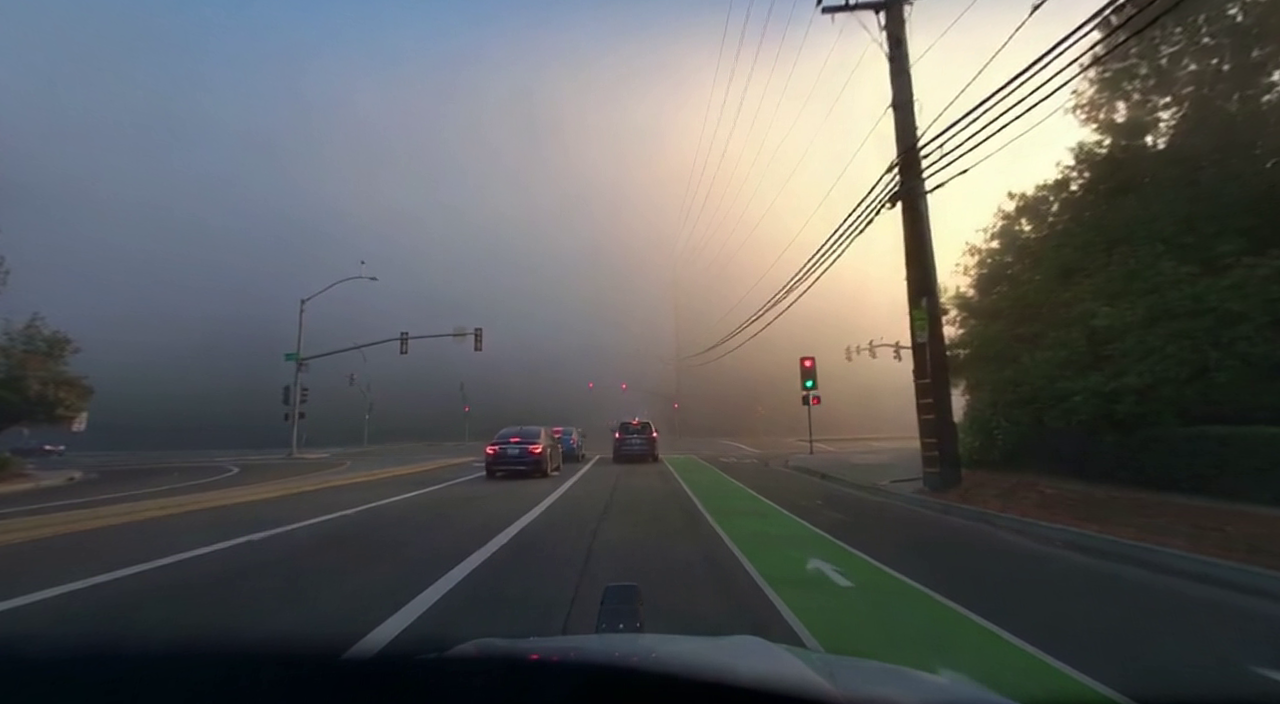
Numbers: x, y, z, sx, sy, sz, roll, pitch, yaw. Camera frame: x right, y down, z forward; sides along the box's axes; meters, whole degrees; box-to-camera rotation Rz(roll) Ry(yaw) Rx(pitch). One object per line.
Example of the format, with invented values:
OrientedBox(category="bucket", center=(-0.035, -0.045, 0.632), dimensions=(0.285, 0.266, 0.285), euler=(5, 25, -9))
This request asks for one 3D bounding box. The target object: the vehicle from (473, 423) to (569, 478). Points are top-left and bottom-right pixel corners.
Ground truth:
OrientedBox(category="vehicle", center=(-3.623, 3.041, 20.316), dimensions=(2.138, 1.488, 5.327), euler=(1, -6, -1))

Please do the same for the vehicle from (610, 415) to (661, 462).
OrientedBox(category="vehicle", center=(-0.237, 3.887, 28.279), dimensions=(2.036, 1.885, 5.196), euler=(1, -8, -1))
